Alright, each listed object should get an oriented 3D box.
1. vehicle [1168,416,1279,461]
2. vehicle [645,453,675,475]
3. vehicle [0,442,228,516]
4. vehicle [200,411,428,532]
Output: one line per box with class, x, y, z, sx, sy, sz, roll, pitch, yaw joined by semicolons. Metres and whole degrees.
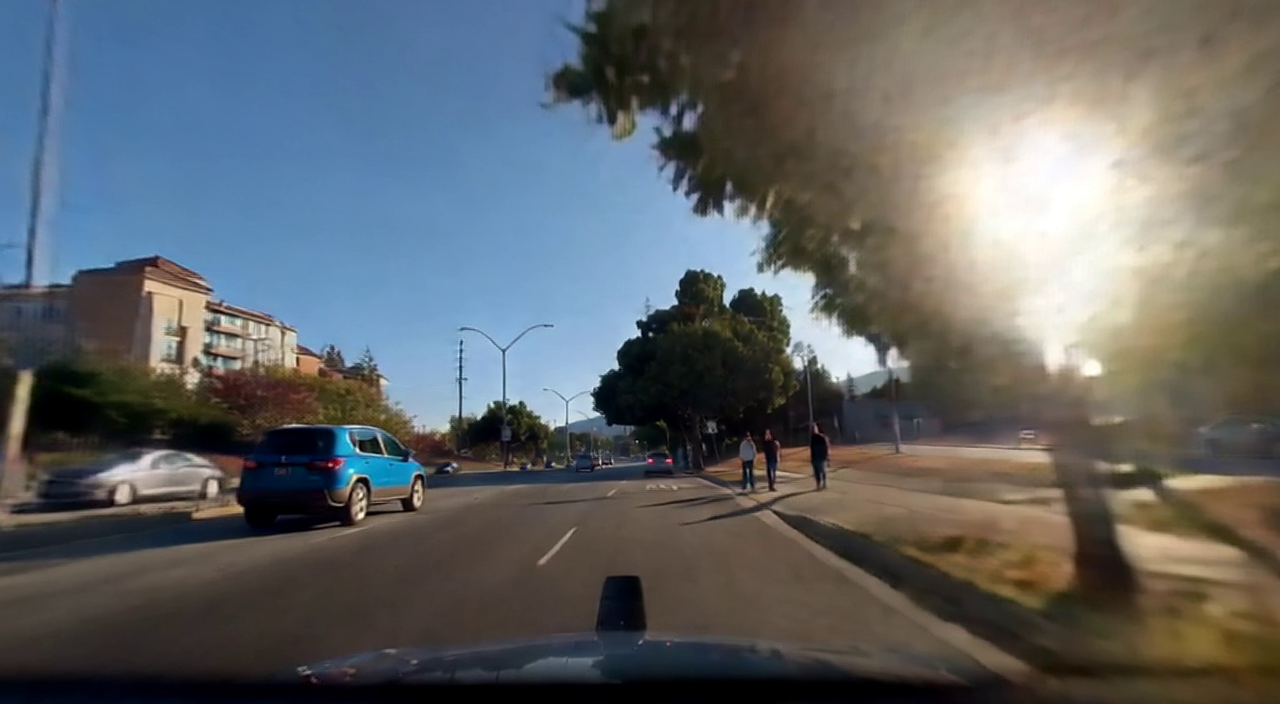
vehicle;22.921;3.308;23.890;2.001;1.558;4.803;-1;-8;6
vehicle;1.424;8.063;45.582;2.091;1.494;3.962;0;-8;0
vehicle;-12.516;2.966;15.349;2.074;1.514;4.545;1;-8;-4
vehicle;-5.914;2.219;12.199;2.027;1.908;4.273;0;-8;1
